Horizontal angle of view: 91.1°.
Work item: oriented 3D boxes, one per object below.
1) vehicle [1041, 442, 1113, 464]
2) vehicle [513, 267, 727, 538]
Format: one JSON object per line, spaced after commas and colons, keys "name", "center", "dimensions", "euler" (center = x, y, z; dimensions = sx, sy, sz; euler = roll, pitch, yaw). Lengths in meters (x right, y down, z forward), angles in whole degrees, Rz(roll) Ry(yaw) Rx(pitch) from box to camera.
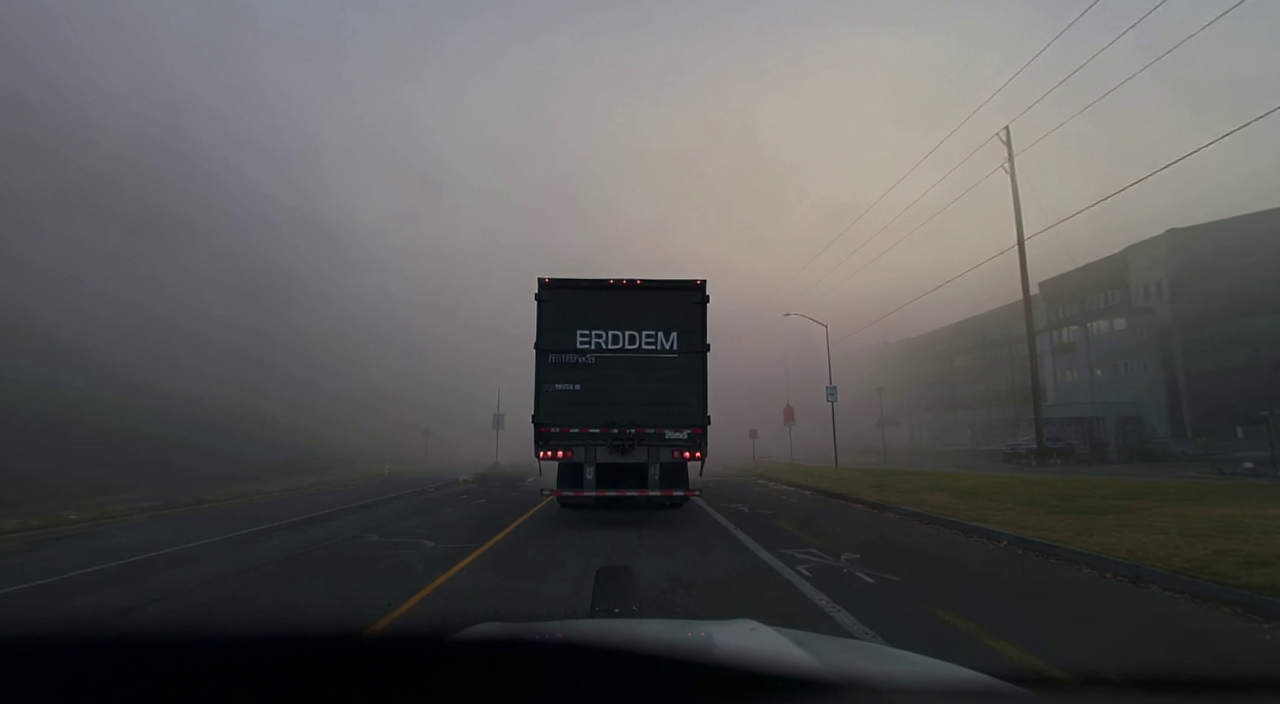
{"name": "vehicle", "center": [31.358, 7.224, 45.164], "dimensions": [1.652, 1.423, 3.797], "euler": [5, -9, -36]}
{"name": "vehicle", "center": [-0.215, 1.276, 13.339], "dimensions": [2.876, 3.724, 9.351], "euler": [0, -8, 1]}
